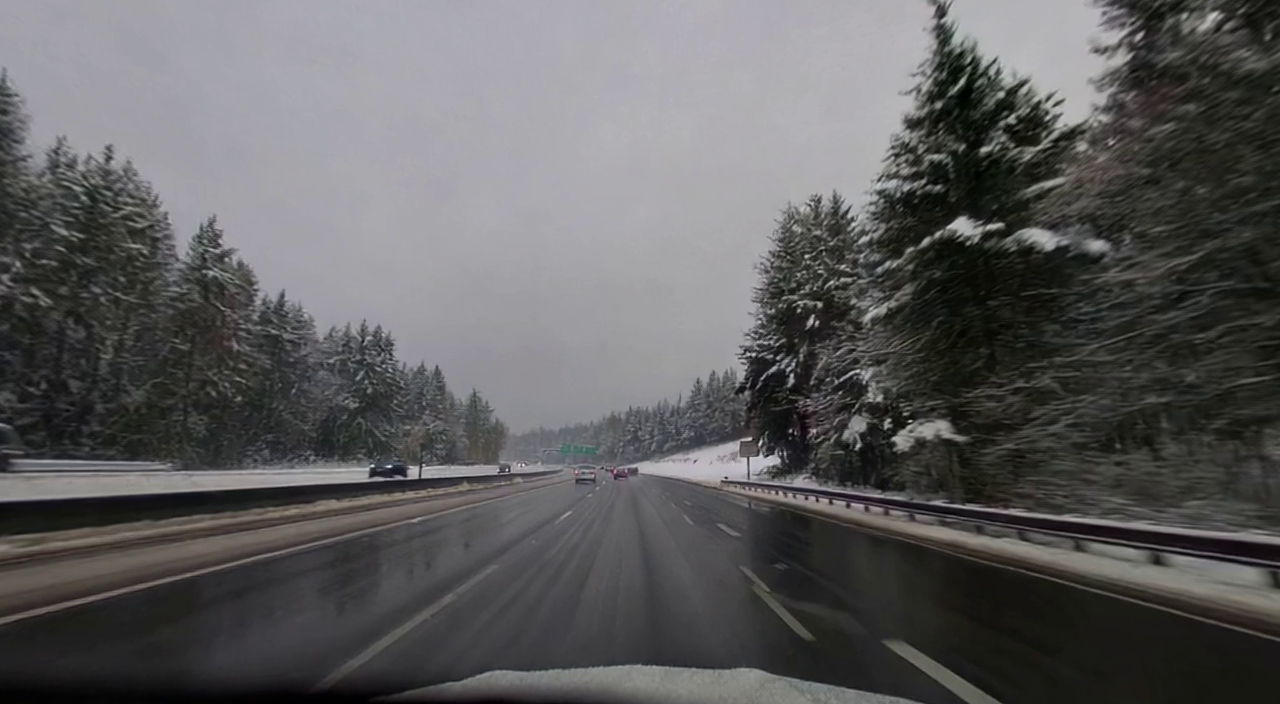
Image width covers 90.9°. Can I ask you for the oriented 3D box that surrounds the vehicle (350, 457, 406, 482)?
[{"bbox_3d":[-17.280,7.781,41.744,1.896,1.527,4.385,1,-10,-1],"label":"vehicle"}]
